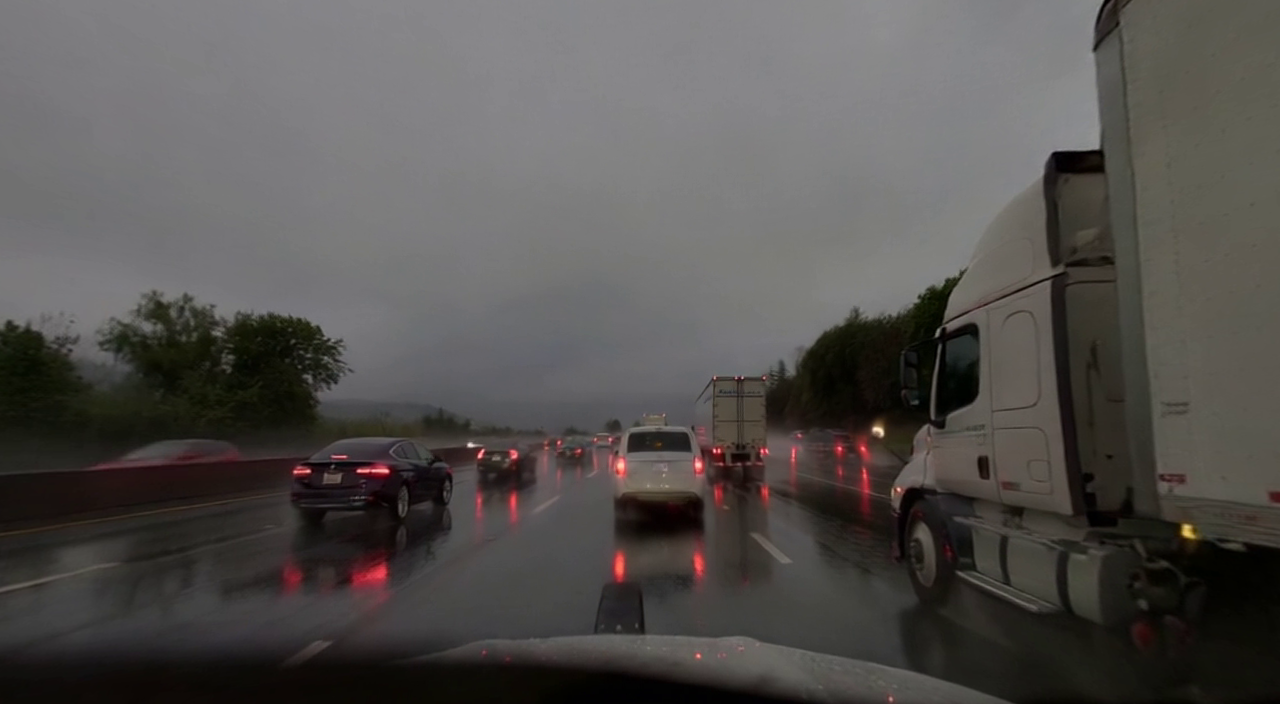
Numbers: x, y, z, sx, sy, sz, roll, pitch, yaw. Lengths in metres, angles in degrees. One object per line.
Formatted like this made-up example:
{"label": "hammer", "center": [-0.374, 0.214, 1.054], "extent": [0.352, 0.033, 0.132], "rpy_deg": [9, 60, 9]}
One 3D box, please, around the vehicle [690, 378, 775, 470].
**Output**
{"label": "vehicle", "center": [4.682, 4.143, 35.270], "extent": [2.892, 4.101, 14.252], "rpy_deg": [0, -8, 1]}

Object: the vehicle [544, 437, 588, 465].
{"label": "vehicle", "center": [-4.218, 5.662, 36.480], "extent": [1.887, 1.493, 4.411], "rpy_deg": [0, -8, 2]}

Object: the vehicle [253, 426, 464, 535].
{"label": "vehicle", "center": [-4.475, 2.048, 10.729], "extent": [1.821, 1.514, 3.677], "rpy_deg": [0, -8, 1]}

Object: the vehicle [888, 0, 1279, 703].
{"label": "vehicle", "center": [4.018, -0.107, 3.213], "extent": [2.982, 3.860, 6.011], "rpy_deg": [0, -8, 0]}

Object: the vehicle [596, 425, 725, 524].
{"label": "vehicle", "center": [0.324, 2.134, 11.550], "extent": [1.973, 1.505, 3.568], "rpy_deg": [0, -8, 0]}

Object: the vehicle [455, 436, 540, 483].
{"label": "vehicle", "center": [-4.769, 3.622, 21.649], "extent": [1.880, 1.458, 3.978], "rpy_deg": [0, -8, 1]}
